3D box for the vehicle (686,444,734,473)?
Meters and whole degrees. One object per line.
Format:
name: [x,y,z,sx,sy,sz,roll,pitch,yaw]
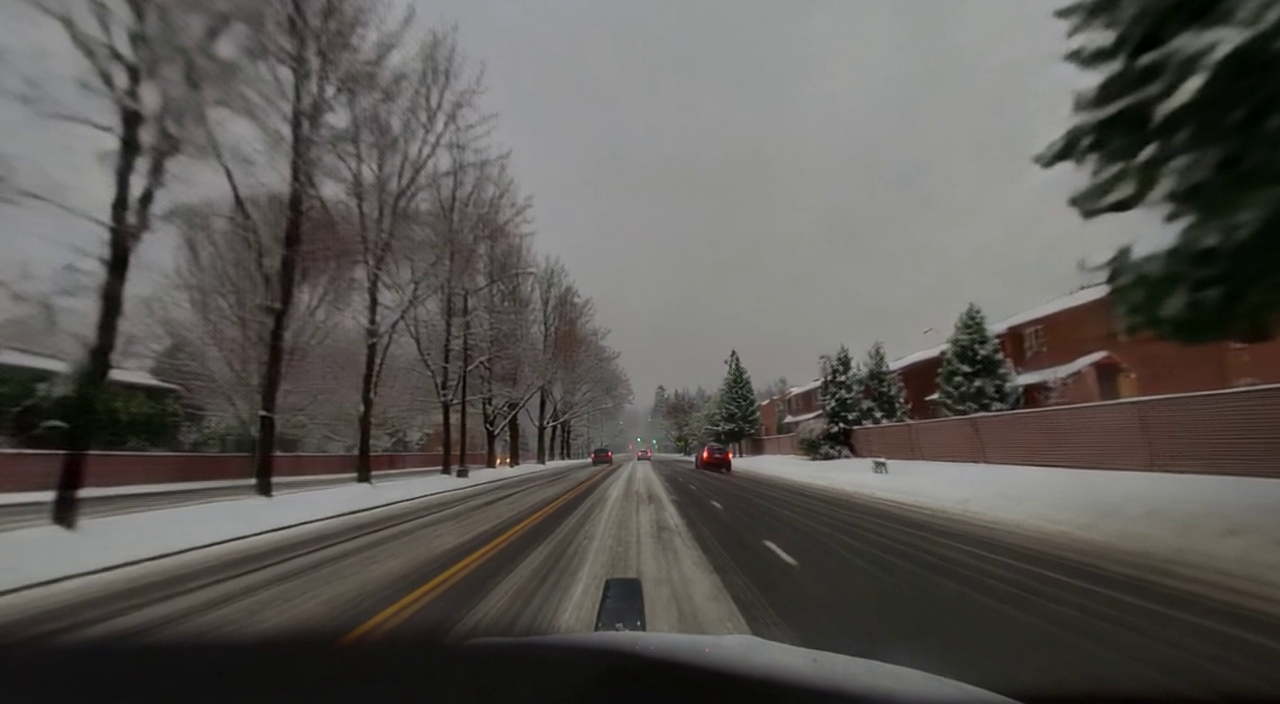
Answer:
vehicle: [4.067,6.289,37.408,2.237,1.578,4.621,0,-8,-1]
